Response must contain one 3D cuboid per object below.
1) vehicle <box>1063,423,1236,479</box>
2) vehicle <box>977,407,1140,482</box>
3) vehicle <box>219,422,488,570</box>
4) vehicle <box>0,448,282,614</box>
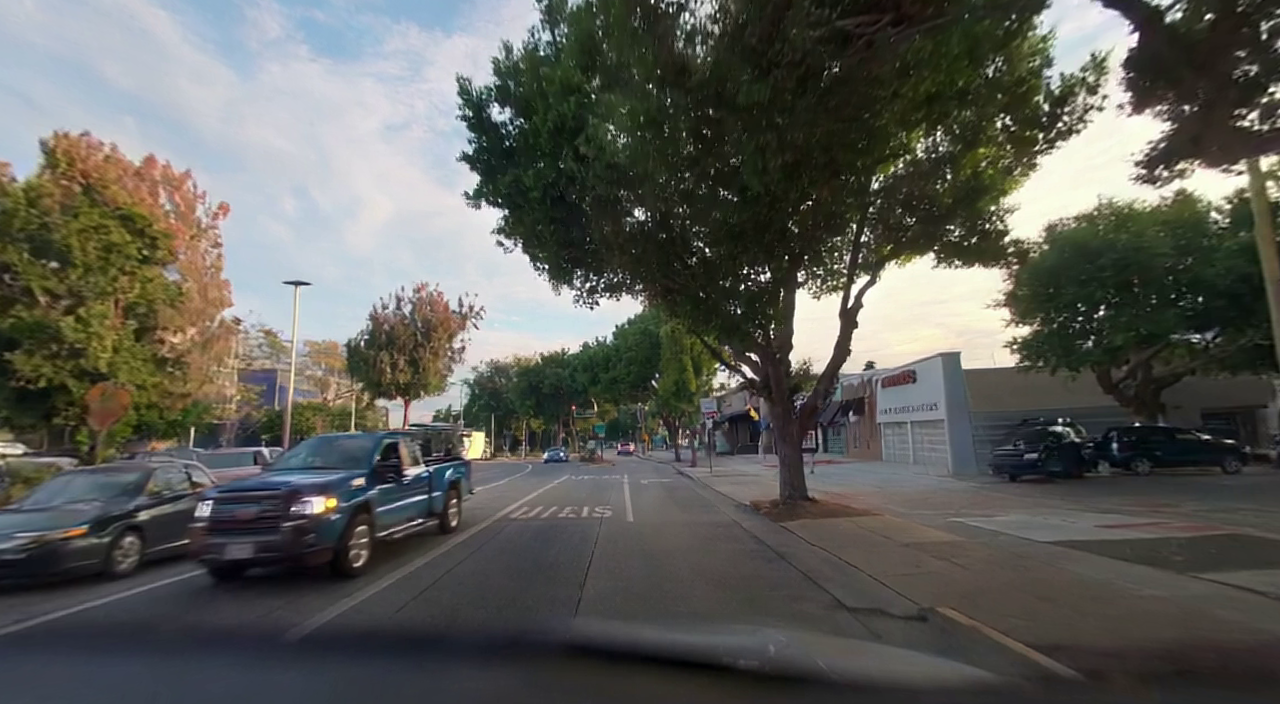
[{"bbox_3d":[15.300,3.012,19.320,1.989,1.530,4.014,0,-8,2],"label":"vehicle"},{"bbox_3d":[12.690,2.878,19.609,2.112,2.050,4.327,0,-8,2],"label":"vehicle"},{"bbox_3d":[-3.886,2.009,9.633,2.136,1.704,4.349,0,-8,-2],"label":"vehicle"},{"bbox_3d":[-7.242,2.113,8.549,2.150,1.598,4.587,0,-8,-1],"label":"vehicle"}]
